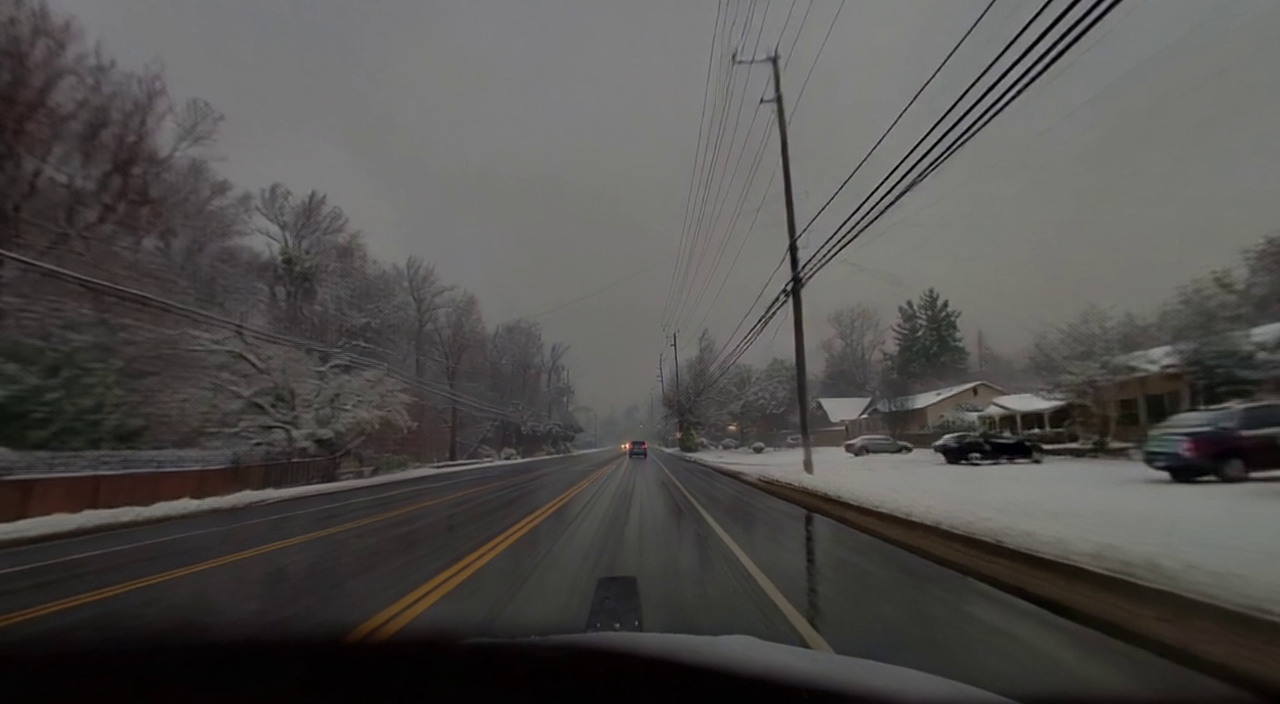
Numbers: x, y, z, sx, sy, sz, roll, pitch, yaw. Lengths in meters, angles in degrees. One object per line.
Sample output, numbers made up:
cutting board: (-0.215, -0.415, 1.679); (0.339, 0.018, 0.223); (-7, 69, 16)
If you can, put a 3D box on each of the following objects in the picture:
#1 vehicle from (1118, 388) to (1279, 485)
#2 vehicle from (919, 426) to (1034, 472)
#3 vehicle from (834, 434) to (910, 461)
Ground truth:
vehicle: (14.001, 1.860, 13.761); (5.242, 1.951, 2.066); (0, -8, 2)
vehicle: (12.277, 3.579, 23.365); (1.846, 1.523, 4.492); (0, -8, 1)
vehicle: (14.301, 5.909, 38.899); (3.855, 1.548, 1.937); (0, -8, -6)
